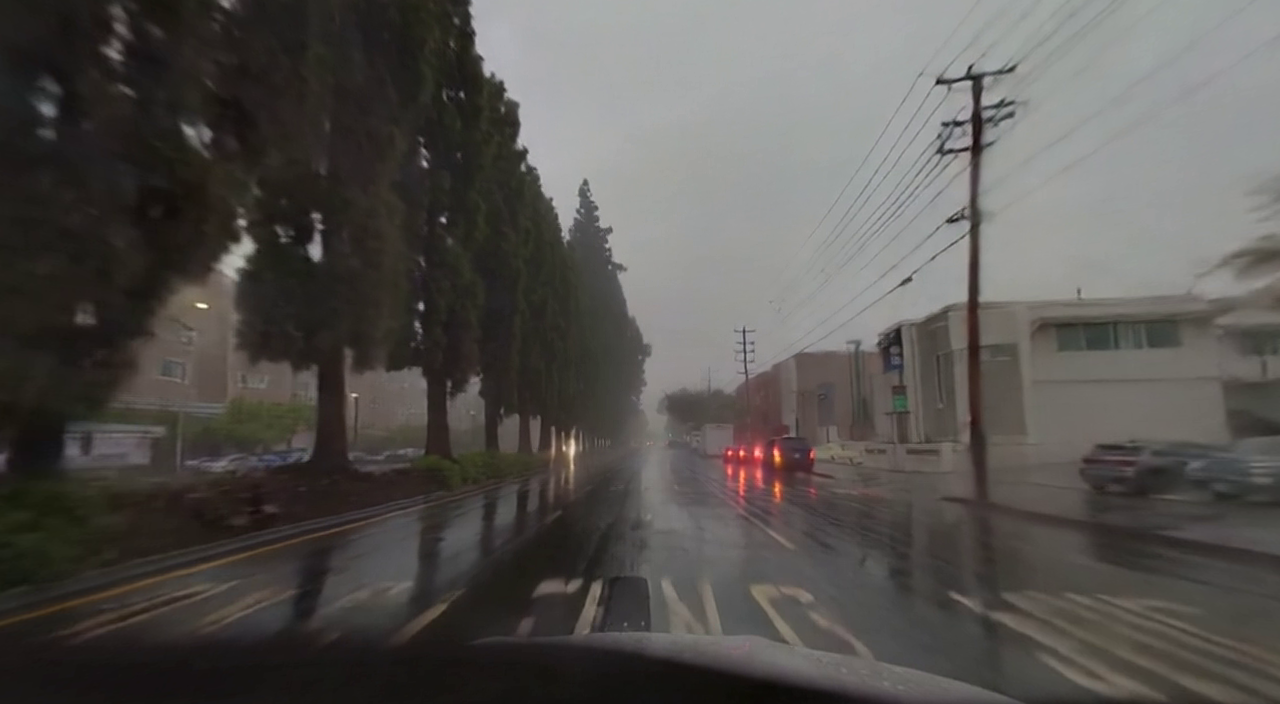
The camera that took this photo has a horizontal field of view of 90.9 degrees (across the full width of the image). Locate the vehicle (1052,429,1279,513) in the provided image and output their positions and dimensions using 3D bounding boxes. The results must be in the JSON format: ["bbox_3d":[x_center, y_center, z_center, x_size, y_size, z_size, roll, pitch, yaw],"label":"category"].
[{"bbox_3d":[11.848,2.582,14.238,1.970,1.551,4.713,0,-8,1],"label":"vehicle"}]

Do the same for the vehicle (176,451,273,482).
[{"bbox_3d":[-22.284,6.128,34.067,1.877,1.473,4.892,0,-8,1],"label":"vehicle"}]

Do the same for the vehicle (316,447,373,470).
[{"bbox_3d":[-22.055,7.977,47.250,1.778,1.533,4.967,-2,-8,2],"label":"vehicle"}]

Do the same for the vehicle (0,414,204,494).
[{"bbox_3d":[-22.328,4.250,26.628,2.397,2.865,7.296,0,-8,1],"label":"vehicle"}]

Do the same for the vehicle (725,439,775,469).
[{"bbox_3d":[7.199,6.768,42.016,2.258,1.845,5.381,0,-8,-1],"label":"vehicle"}]

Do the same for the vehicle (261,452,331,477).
[{"bbox_3d":[-22.072,7.211,40.645,1.907,1.404,4.413,-1,-8,3],"label":"vehicle"}]

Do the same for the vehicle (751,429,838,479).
[{"bbox_3d":[7.061,4.763,29.670,2.563,2.090,6.077,0,-8,0],"label":"vehicle"}]
